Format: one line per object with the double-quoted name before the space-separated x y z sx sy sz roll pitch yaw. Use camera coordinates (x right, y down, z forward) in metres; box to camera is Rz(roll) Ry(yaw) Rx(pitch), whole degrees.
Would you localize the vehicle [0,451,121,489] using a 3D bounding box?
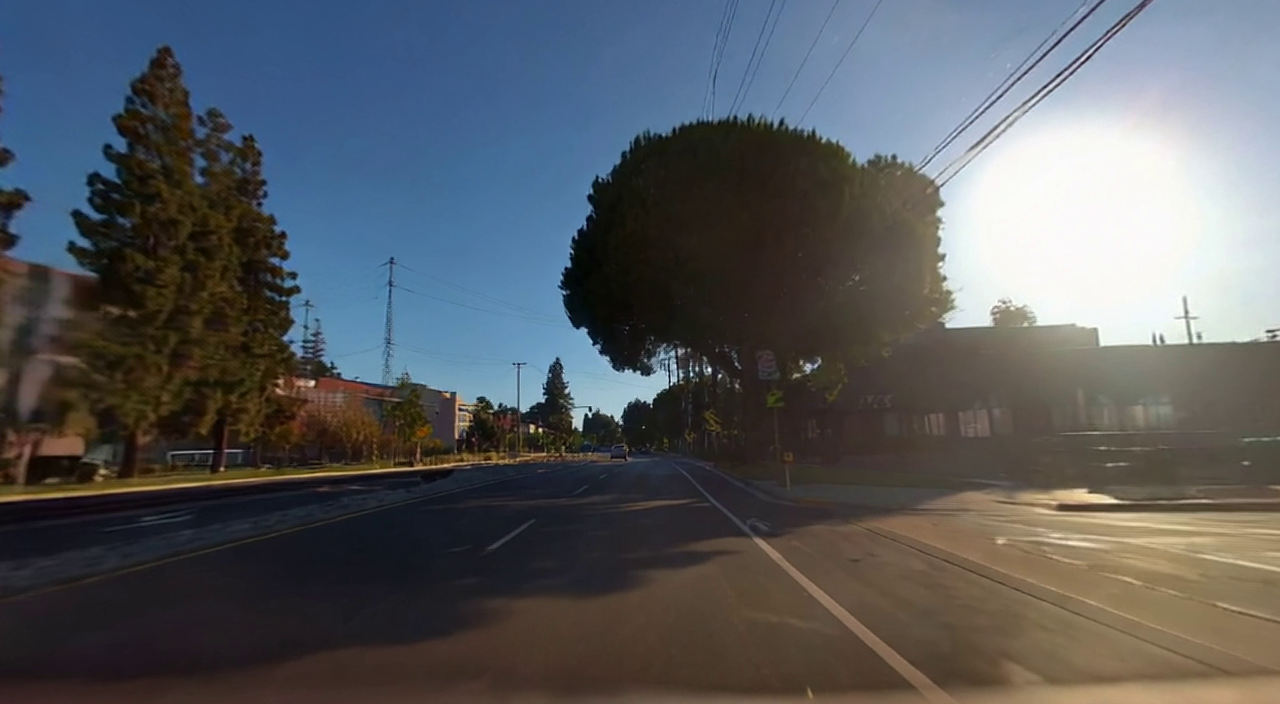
"vehicle" -25.402 5.085 27.469 1.805 1.461 4.321 0 -9 1
